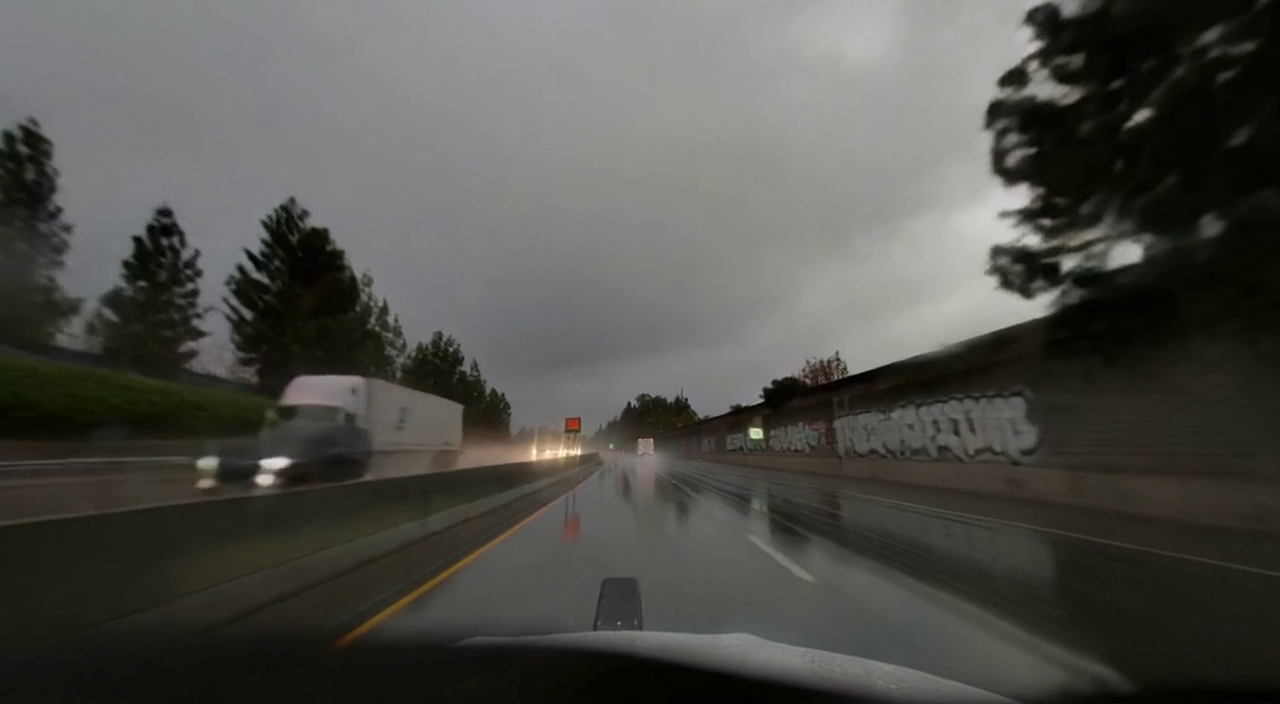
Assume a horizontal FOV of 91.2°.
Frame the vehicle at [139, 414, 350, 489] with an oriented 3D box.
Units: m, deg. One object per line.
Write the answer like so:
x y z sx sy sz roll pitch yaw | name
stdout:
-9.301 2.424 15.387 2.121 1.540 4.733 0 -9 0 | vehicle

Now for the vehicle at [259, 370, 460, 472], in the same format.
-13.424 4.001 33.071 3.086 3.976 16.980 0 -9 -1 | vehicle
